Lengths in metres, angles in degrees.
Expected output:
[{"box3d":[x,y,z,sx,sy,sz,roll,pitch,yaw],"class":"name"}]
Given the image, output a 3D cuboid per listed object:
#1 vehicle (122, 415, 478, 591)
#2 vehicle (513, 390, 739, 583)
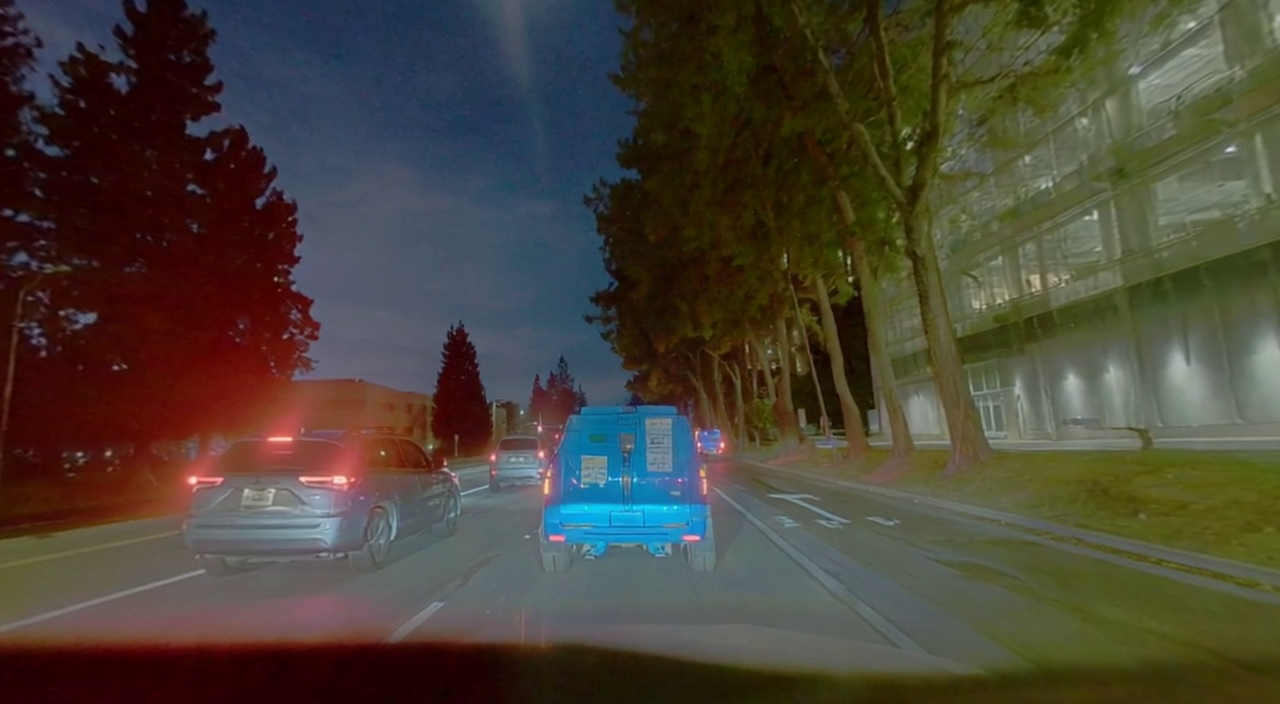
[{"box3d":[-3.771,1.743,8.248,1.959,1.614,4.676,0,-8,1],"class":"vehicle"},{"box3d":[-0.115,1.539,7.896,2.075,1.770,4.018,0,-8,0],"class":"vehicle"}]
